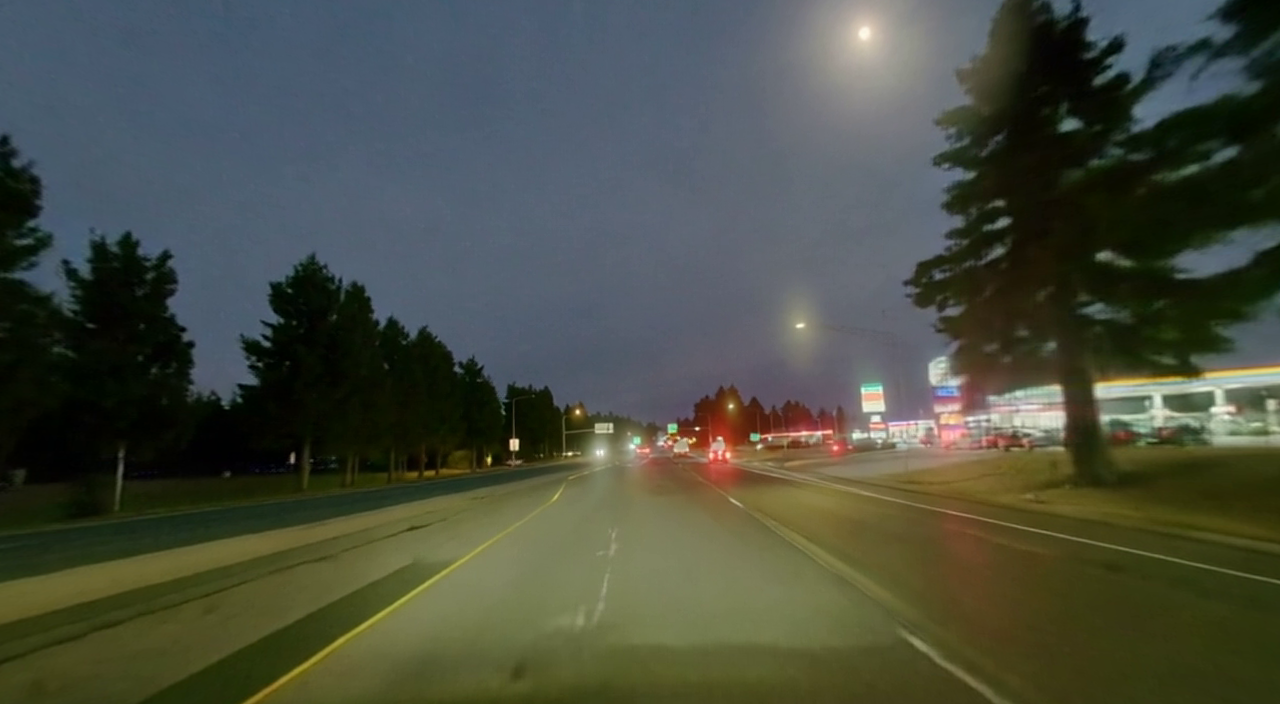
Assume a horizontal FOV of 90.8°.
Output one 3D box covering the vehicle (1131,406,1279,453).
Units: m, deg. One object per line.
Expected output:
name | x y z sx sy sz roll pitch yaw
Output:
vehicle | 23.163 3.195 25.811 4.479 1.453 1.899 -4 -10 1
